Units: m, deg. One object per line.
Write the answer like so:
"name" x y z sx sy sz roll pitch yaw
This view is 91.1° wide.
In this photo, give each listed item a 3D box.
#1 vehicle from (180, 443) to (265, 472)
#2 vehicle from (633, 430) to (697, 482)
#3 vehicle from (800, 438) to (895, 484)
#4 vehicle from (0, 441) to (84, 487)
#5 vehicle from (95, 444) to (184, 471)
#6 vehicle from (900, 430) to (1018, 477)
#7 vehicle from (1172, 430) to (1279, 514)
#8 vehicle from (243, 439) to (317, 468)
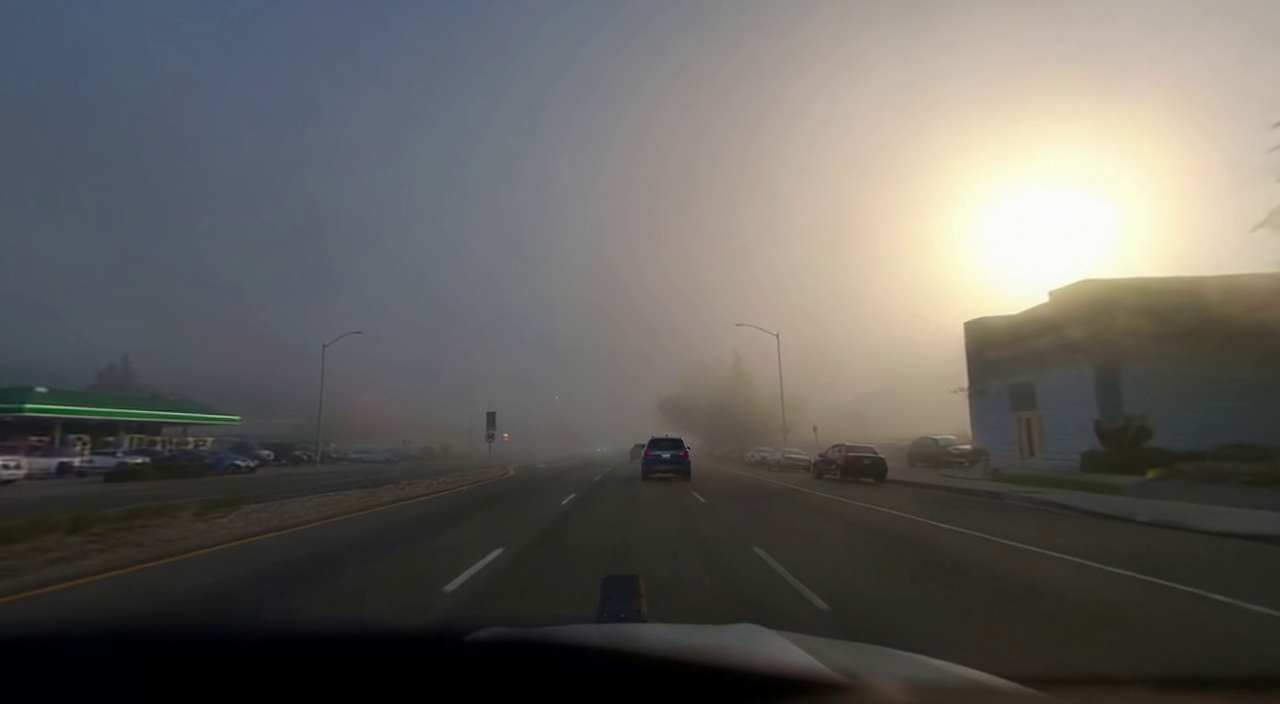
"vehicle" -26.245 6.626 39.686 1.922 1.755 4.511 -1 -8 6
"vehicle" 0.955 4.122 25.245 2.317 1.857 5.150 0 -8 1
"vehicle" 7.362 3.900 22.848 1.818 1.459 4.806 0 -8 0
"vehicle" -25.937 4.598 25.909 2.044 1.695 4.619 -1 -7 -5
"vehicle" -31.591 6.645 39.811 1.920 1.446 4.448 -3 -8 1
"vehicle" 12.706 4.083 25.425 2.019 1.711 4.862 0 -8 -3
"vehicle" 14.060 2.288 12.689 4.620 1.464 2.102 -3 -8 0
"vehicle" -25.734 7.270 45.107 2.086 1.967 5.297 0 -8 1
